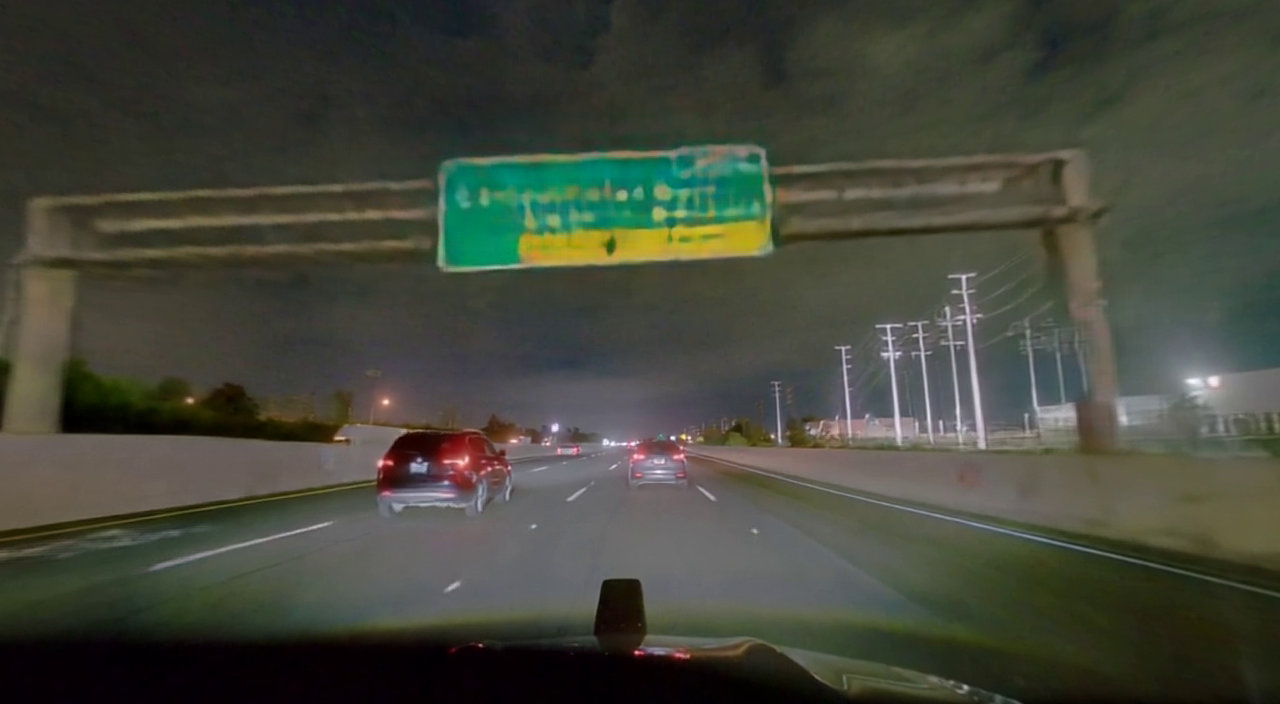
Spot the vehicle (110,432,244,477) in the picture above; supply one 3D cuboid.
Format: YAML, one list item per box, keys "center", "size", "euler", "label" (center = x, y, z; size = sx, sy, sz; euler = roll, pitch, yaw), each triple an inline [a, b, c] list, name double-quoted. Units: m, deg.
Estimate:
- center: [-22.312, 4.957, 30.801]
  size: [2.412, 1.982, 5.458]
  euler: [0, -8, -1]
  label: "vehicle"

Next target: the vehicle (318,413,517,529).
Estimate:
- center: [-3.870, 2.162, 11.992]
  size: [2.125, 1.764, 4.393]
  euler: [0, -8, 1]
  label: "vehicle"

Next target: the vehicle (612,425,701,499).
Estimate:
- center: [0.416, 2.926, 17.101]
  size: [2.134, 1.733, 4.049]
  euler: [0, -8, 1]
  label: "vehicle"
